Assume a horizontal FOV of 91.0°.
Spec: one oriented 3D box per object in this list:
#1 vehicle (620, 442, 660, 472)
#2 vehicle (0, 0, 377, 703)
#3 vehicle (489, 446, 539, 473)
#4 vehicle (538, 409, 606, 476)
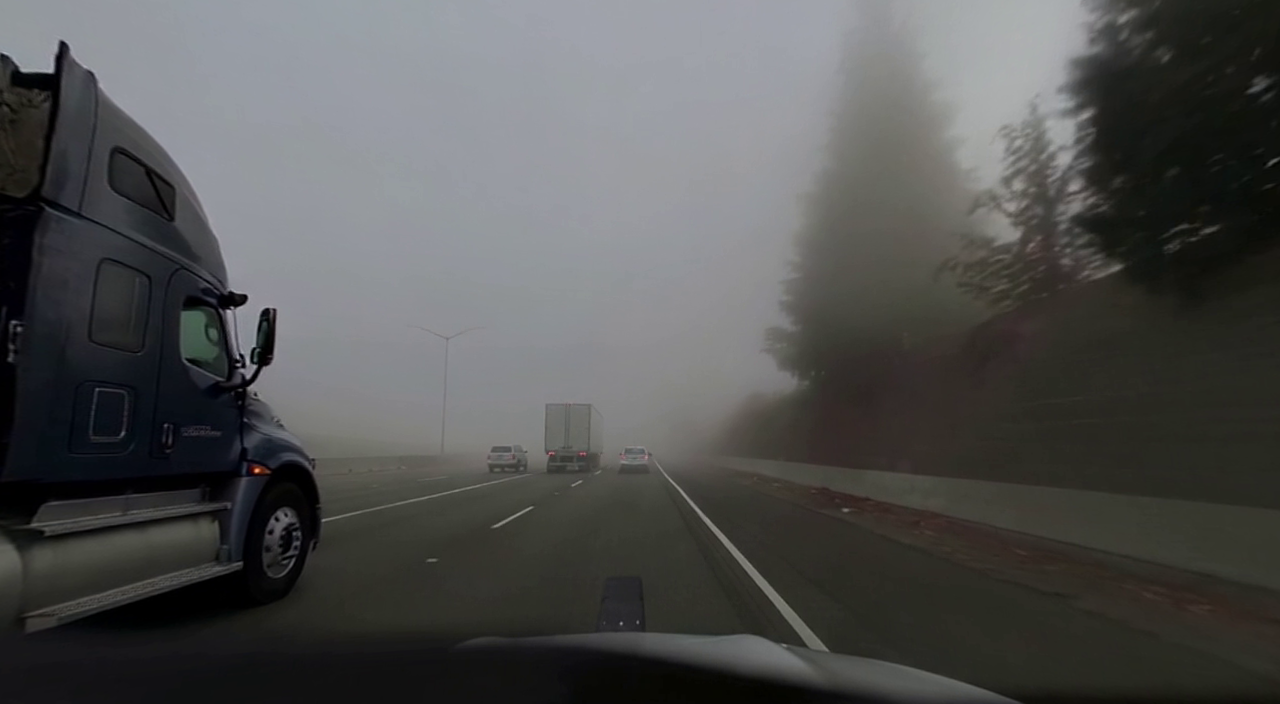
[{"bbox_3d":[0.024,6.128,36.915,2.178,1.640,4.071,0,-9,1],"label":"vehicle"},{"bbox_3d":[-3.745,-0.099,0.299,3.025,3.266,9.256,0,-9,1],"label":"vehicle"},{"bbox_3d":[-7.250,6.205,36.538,1.962,1.489,4.002,0,-9,1],"label":"vehicle"},{"bbox_3d":[-3.684,5.292,36.623,2.956,3.331,9.575,0,-9,0],"label":"vehicle"}]
